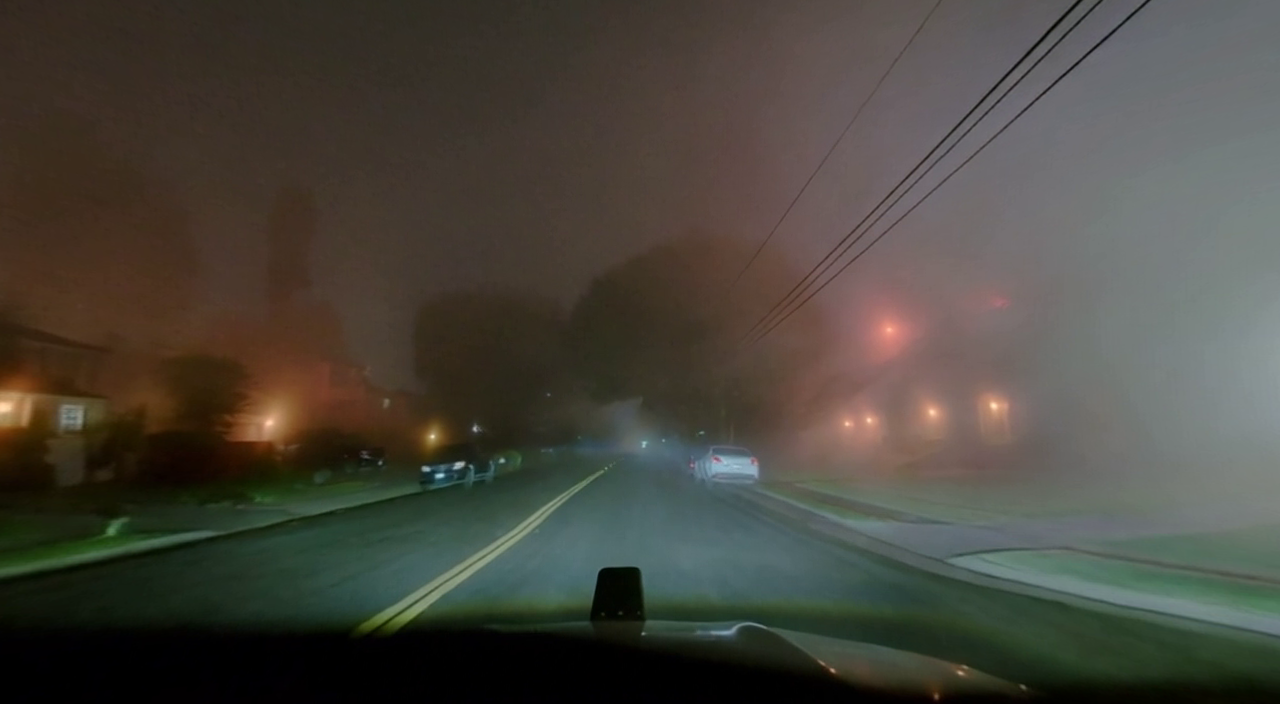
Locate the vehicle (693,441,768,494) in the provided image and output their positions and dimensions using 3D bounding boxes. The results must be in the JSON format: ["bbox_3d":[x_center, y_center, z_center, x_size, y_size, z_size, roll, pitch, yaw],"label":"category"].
[{"bbox_3d":[3.076,4.014,22.344,1.896,1.602,4.571,1,-9,-1],"label":"vehicle"}]

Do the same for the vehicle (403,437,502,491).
[{"bbox_3d":[-7.230,4.406,25.049,2.266,1.877,5.167,-1,-10,1],"label":"vehicle"}]

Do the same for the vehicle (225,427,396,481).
[{"bbox_3d":[-15.308,4.777,29.727,6.526,2.046,2.522,3,-8,-2],"label":"vehicle"}]
